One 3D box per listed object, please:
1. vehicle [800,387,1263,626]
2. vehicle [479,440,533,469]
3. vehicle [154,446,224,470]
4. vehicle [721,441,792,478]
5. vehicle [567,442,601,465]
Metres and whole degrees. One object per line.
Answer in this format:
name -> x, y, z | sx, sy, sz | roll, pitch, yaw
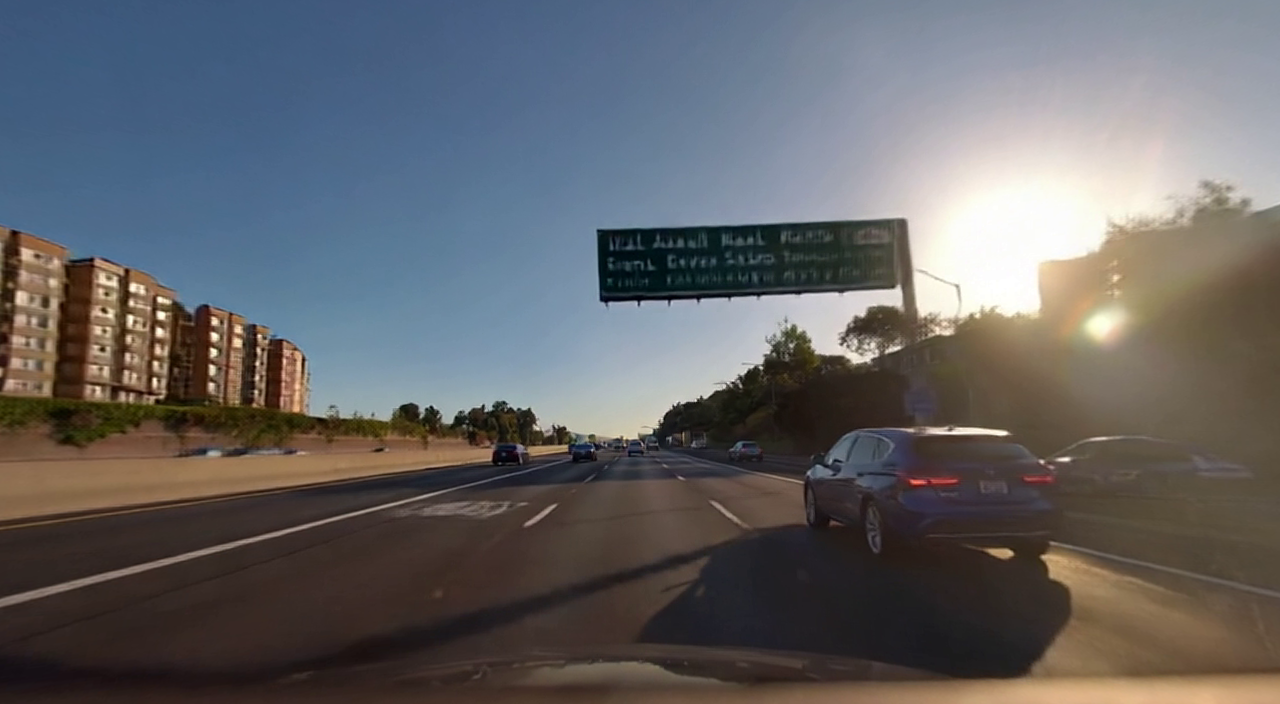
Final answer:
vehicle -> 3.359, 1.419, 6.731 | 2.080, 1.694, 4.286 | 0, -9, -1
vehicle -> -7.551, 5.827, 36.055 | 2.021, 1.496, 4.495 | 0, -9, 1
vehicle -> -31.131, 7.301, 43.704 | 1.806, 1.503, 4.039 | 0, -9, 0
vehicle -> 4.883, 4.565, 27.150 | 2.061, 1.459, 4.273 | 1, -9, -3
vehicle -> -3.764, 6.897, 43.197 | 2.002, 1.466, 4.378 | 0, -9, 0
